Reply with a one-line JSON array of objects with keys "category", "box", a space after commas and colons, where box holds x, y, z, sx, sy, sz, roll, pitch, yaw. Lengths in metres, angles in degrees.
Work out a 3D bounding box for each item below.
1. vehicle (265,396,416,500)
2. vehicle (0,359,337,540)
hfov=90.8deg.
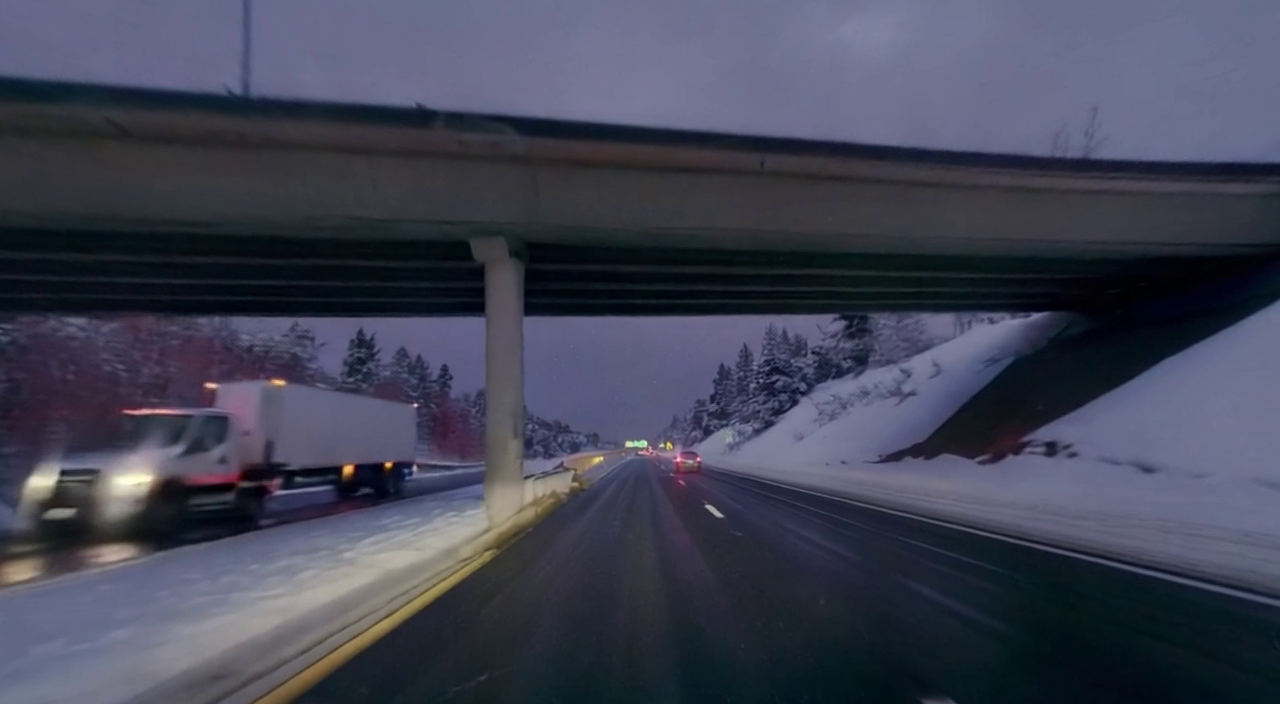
[{"category": "vehicle", "box": [-13.148, 4.365, 28.738, 2.848, 4.007, 7.992, 0, -9, 0]}, {"category": "vehicle", "box": [-13.115, 2.909, 19.044, 3.038, 4.027, 9.826, 0, -9, 0]}]
